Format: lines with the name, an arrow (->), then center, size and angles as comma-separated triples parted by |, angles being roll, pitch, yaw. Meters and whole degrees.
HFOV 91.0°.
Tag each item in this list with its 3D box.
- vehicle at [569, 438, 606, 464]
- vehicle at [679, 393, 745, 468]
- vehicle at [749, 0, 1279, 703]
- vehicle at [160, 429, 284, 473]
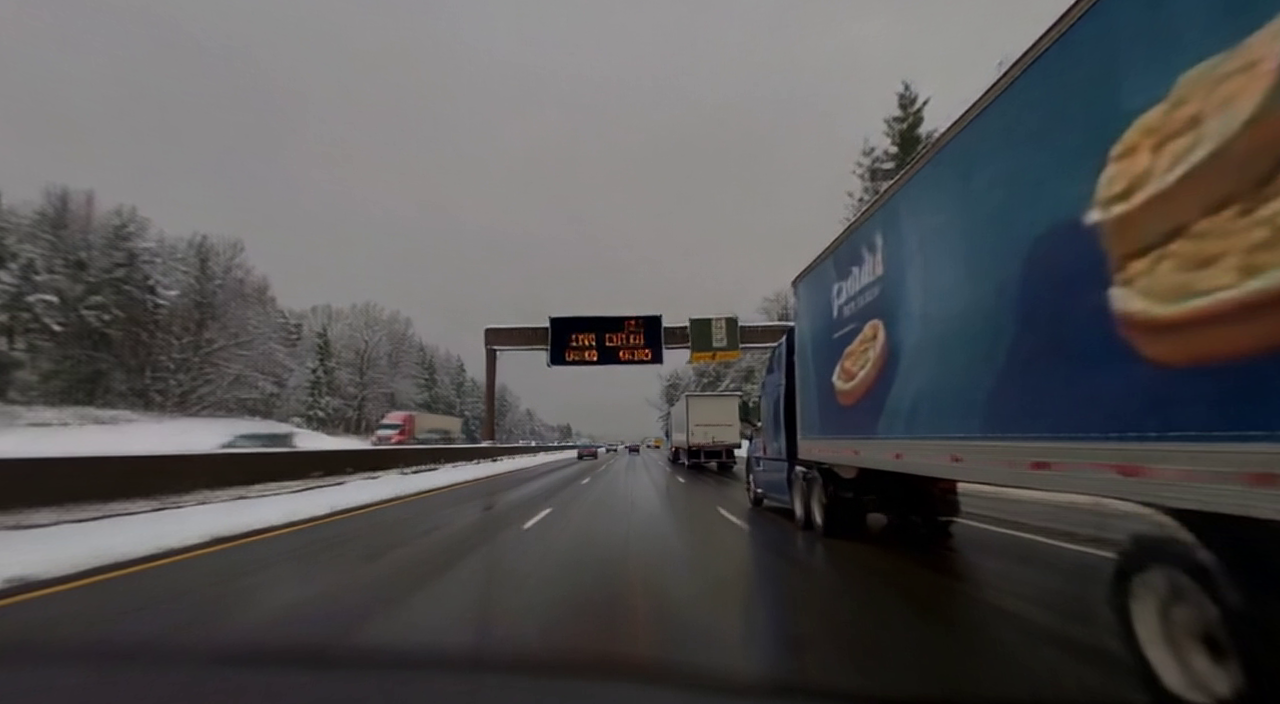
vehicle -> -3.521, 6.734, 42.844 | 2.206, 1.644, 4.027 | 0, -8, 0
vehicle -> 4.200, 5.002, 38.871 | 3.085, 4.062, 8.965 | 0, -10, 1
vehicle -> 3.732, -0.006, 4.989 | 3.116, 3.992, 13.748 | 0, -8, -1
vehicle -> -16.342, 3.893, 24.933 | 1.940, 1.566, 4.323 | 0, -8, 0
